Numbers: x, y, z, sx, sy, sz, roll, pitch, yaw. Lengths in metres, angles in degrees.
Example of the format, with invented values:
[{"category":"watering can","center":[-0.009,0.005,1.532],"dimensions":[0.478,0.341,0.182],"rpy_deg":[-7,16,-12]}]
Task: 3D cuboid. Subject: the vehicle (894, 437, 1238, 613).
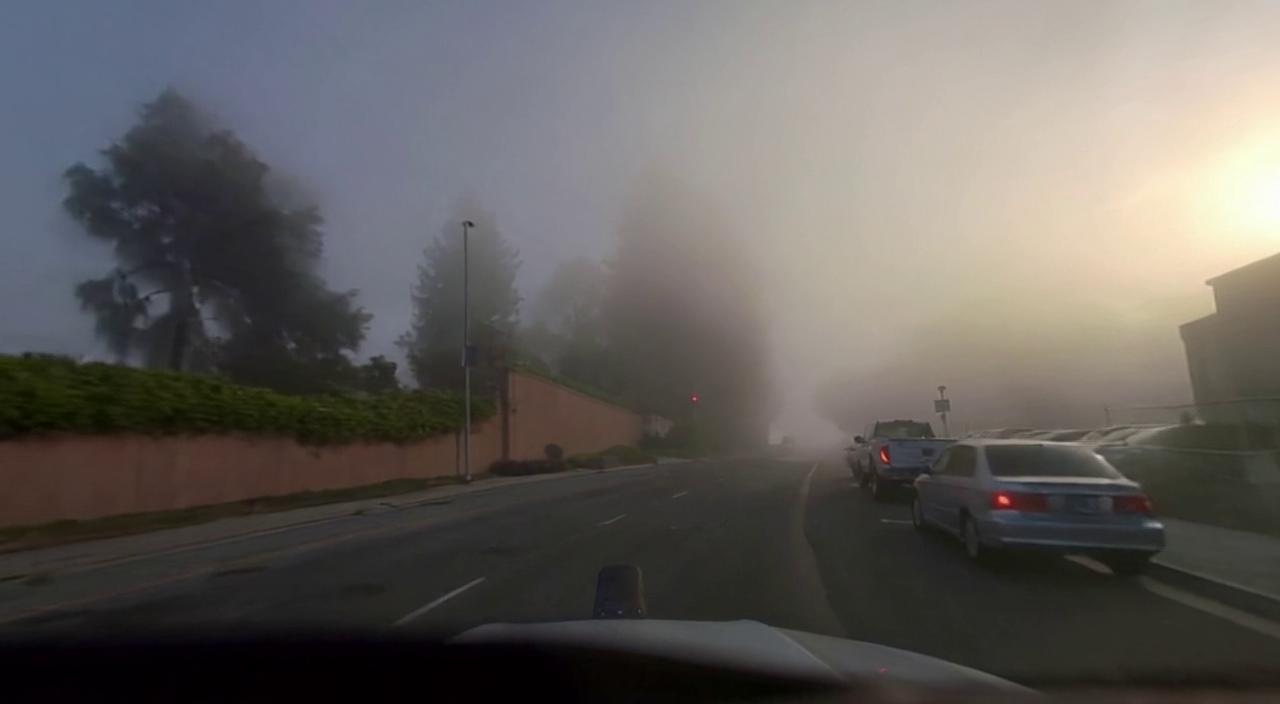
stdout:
[{"category":"vehicle","center":[4.558,1.808,7.797],"dimensions":[1.887,1.439,4.687],"rpy_deg":[-2,-9,13]}]
